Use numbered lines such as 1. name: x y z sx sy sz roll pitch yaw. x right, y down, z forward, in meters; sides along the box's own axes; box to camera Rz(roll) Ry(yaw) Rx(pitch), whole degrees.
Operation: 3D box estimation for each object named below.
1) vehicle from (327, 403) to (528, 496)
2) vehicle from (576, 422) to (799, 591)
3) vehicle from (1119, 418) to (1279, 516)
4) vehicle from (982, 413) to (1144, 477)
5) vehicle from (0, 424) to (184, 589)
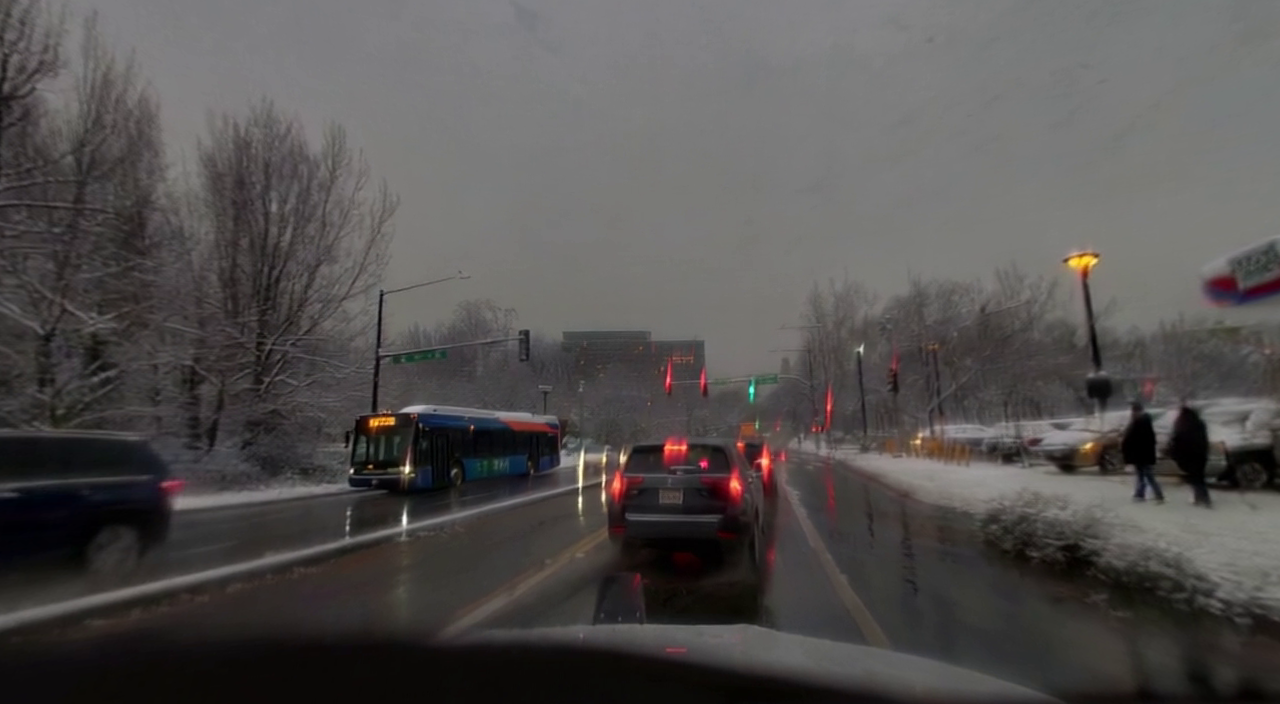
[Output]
1. vehicle: -8.534 4.319 27.824 3.189 3.205 11.526 -2 -9 10
2. vehicle: 0.822 1.747 7.927 2.092 1.507 4.078 -2 -9 12
3. vehicle: 11.502 1.833 10.527 4.894 1.451 2.089 -5 -10 11
4. vehicle: 13.671 3.045 20.527 3.693 1.671 2.014 -7 -9 12
5. vehicle: -8.010 1.610 6.416 2.147 1.741 5.239 -2 -9 10
